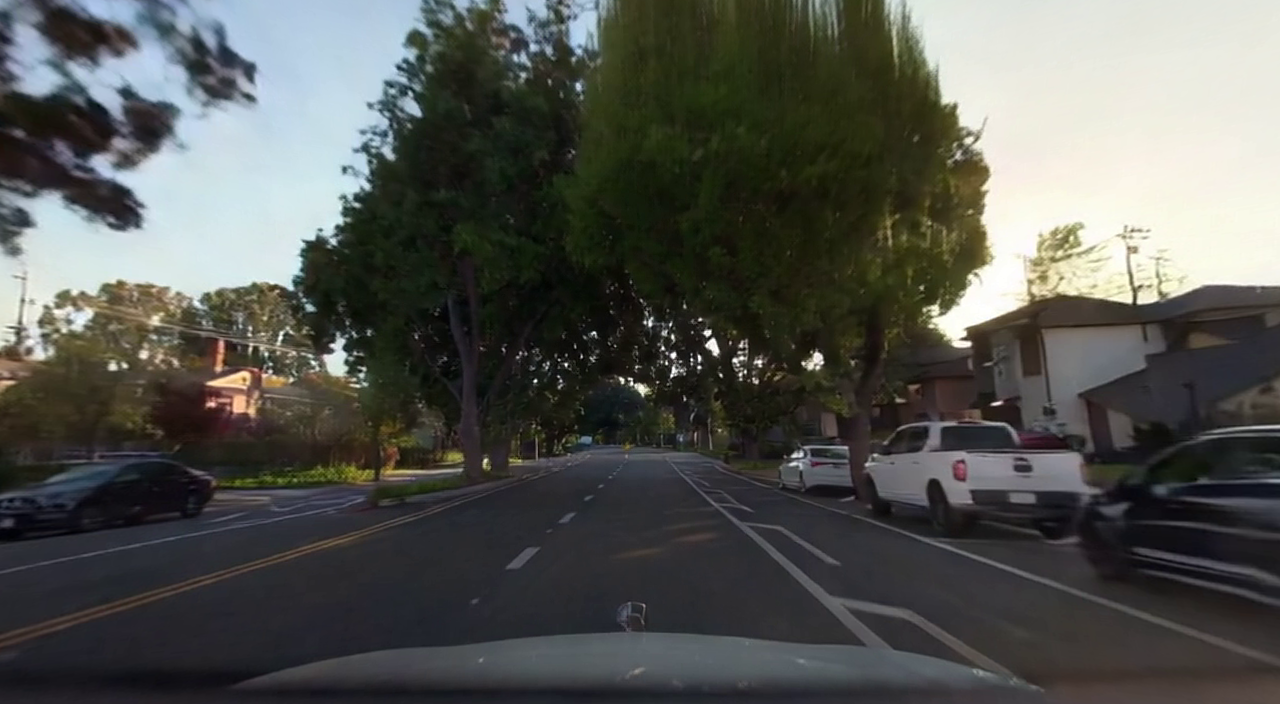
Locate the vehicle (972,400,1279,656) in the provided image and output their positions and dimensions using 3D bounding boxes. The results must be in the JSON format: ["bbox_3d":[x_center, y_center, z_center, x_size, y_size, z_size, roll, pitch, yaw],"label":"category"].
[{"bbox_3d":[4.998,1.264,5.023,1.885,1.603,5.235,0,-9,1],"label":"vehicle"}]

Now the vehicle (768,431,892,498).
[{"bbox_3d":[5.328,3.216,18.477,2.104,1.687,4.636,0,-8,-1],"label":"vehicle"}]

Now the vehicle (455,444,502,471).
[{"bbox_3d":[-11.196,7.339,44.105,2.023,1.629,4.822,-2,-8,0],"label":"vehicle"}]

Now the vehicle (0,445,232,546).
[{"bbox_3d":[-11.667,2.992,13.897,2.054,1.704,4.710,-3,-8,3],"label":"vehicle"}]
